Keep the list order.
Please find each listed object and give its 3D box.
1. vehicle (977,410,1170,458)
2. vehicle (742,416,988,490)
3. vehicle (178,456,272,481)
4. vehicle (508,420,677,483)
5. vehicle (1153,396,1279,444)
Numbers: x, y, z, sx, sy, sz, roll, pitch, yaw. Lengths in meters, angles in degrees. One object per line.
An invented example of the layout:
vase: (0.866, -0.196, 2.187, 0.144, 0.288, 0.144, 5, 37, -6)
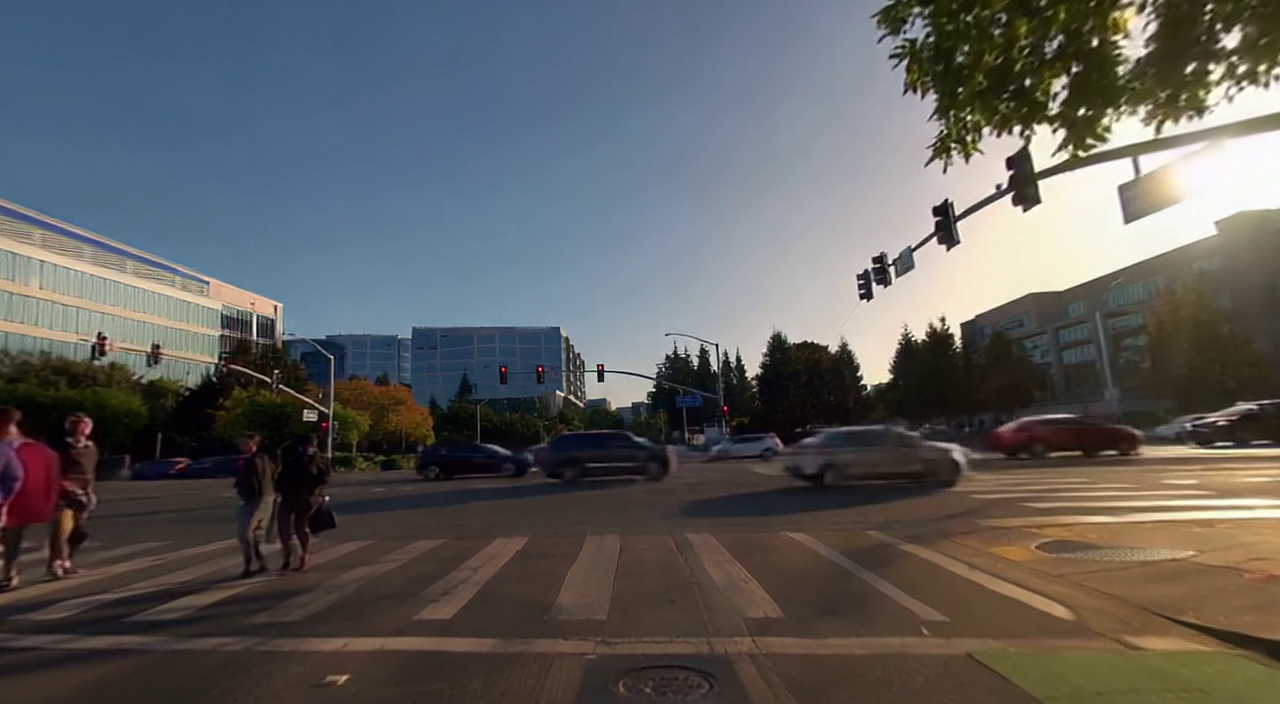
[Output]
vehicle: (14.075, 2.736, 20.757, 4.793, 1.473, 1.878, -1, -9, 7)
vehicle: (4.696, 2.222, 13.864, 4.715, 1.472, 1.905, -1, -9, 6)
vehicle: (-26.211, 7.359, 39.895, 4.785, 1.472, 1.799, -1, -9, 4)
vehicle: (-1.295, 2.950, 18.695, 4.673, 1.740, 2.150, -1, -9, 6)
vehicle: (23.561, 2.692, 24.638, 4.987, 1.780, 1.996, -1, -9, 6)
